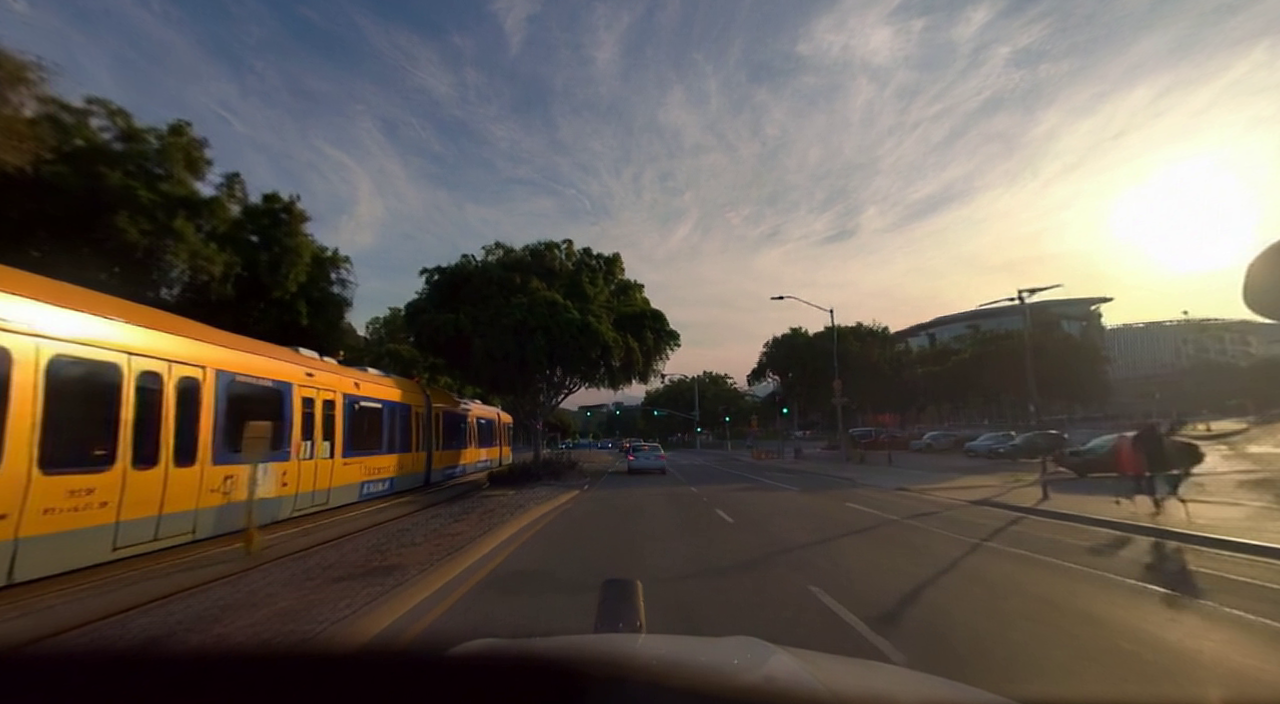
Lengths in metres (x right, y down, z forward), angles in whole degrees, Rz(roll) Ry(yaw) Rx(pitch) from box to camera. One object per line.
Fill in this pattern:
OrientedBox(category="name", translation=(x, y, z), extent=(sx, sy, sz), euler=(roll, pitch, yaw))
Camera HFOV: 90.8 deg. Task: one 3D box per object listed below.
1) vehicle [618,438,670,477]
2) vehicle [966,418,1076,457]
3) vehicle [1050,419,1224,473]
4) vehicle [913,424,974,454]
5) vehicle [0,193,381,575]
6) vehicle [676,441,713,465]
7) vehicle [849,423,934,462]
OrientedBox(category="vehicle", translation=(0.135, 4.376, 26.411), extent=(2.002, 1.471, 4.337), euler=(0, -8, 0))
OrientedBox(category="vehicle", translation=(19.495, 4.447, 32.745), extent=(2.159, 1.817, 5.675), euler=(0, -8, 0))
OrientedBox(category="vehicle", translation=(15.368, 2.953, 19.949), extent=(1.780, 1.498, 4.611), euler=(0, -8, 1))
OrientedBox(category="vehicle", translation=(19.777, 5.733, 41.425), extent=(1.914, 1.823, 4.334), euler=(0, -8, 2))
OrientedBox(category="vehicle", translation=(-7.686, 0.568, 8.263), extent=(2.897, 3.700, 13.528), euler=(0, -7, 0))
OrientedBox(category="vehicle", translation=(3.474, 6.512, 41.037), extent=(1.944, 1.447, 4.392), euler=(0, -8, 0))
OrientedBox(category="vehicle", translation=(13.281, 4.858, 33.812), extent=(2.145, 1.911, 5.581), euler=(0, -8, -1))
